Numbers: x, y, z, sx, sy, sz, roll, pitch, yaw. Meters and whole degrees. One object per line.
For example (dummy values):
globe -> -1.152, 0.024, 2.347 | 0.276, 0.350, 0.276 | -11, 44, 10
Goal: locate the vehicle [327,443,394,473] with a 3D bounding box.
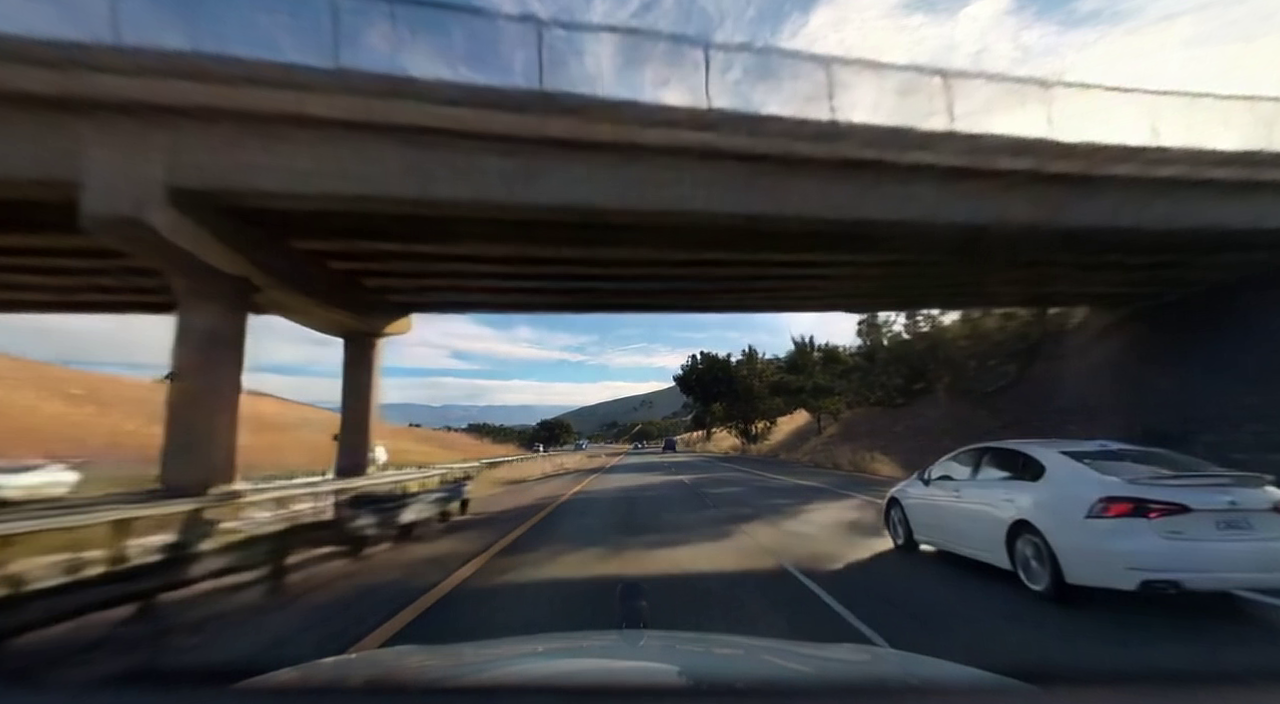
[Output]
vehicle -> -17.271, 6.545, 39.278 | 2.068, 1.709, 4.499 | 0, -8, 0

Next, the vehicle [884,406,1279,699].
vehicle -> 4.183, 1.371, 5.663 | 2.027, 1.487, 4.718 | 0, -8, -1
